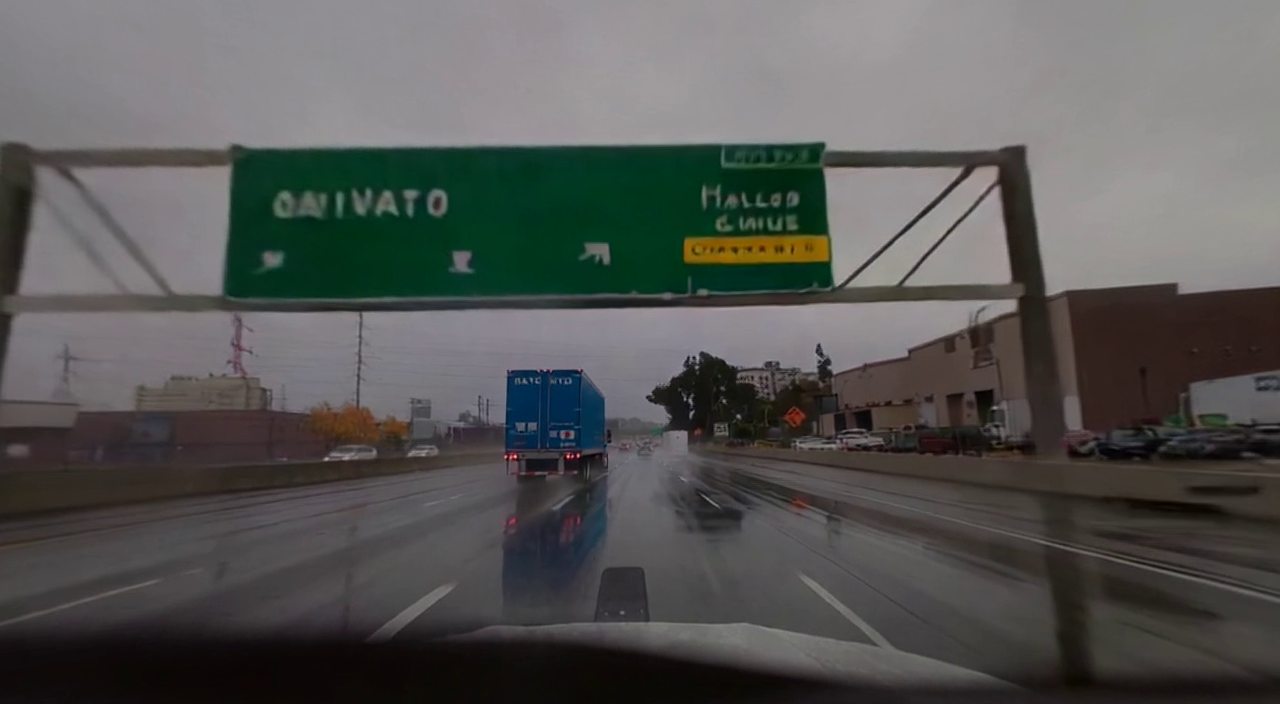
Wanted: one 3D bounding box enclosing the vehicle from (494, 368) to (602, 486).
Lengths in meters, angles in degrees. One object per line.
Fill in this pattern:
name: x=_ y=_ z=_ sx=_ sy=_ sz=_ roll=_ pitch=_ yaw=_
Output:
vehicle: x=-3.432 y=3.126 z=26.208 sx=2.977 sy=4.048 sz=8.890 roll=0 pitch=-7 yaw=1
